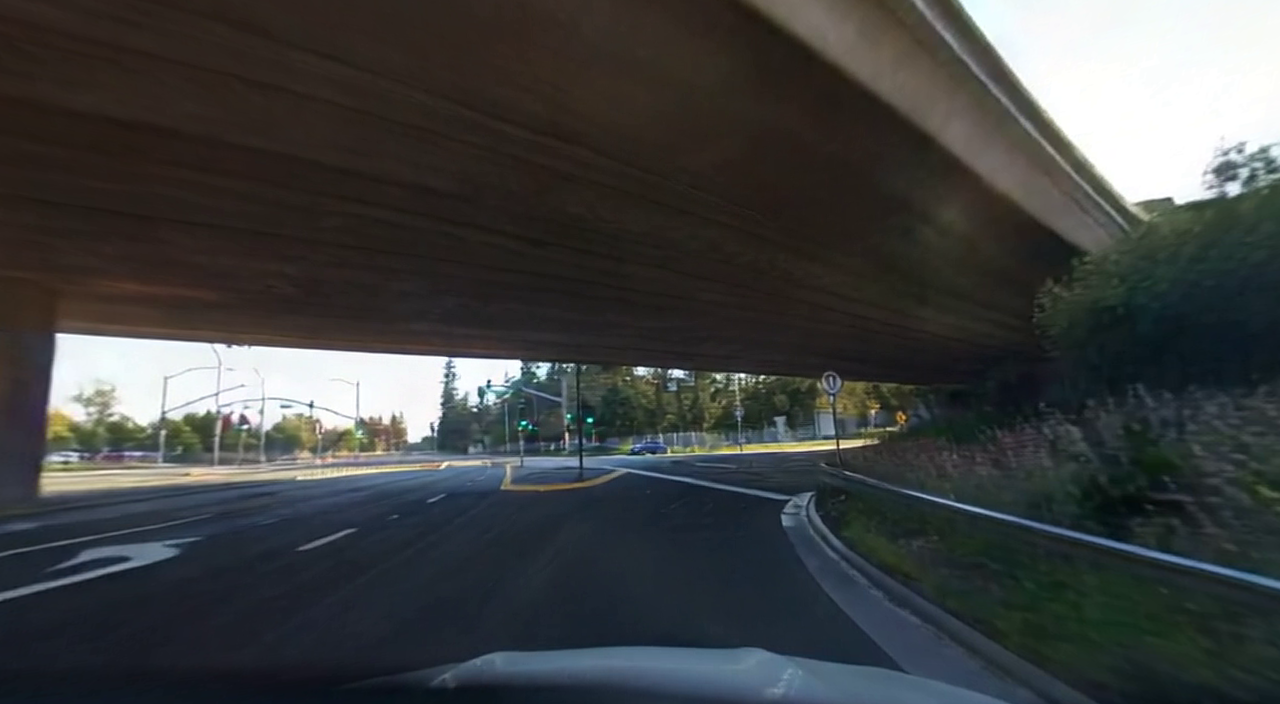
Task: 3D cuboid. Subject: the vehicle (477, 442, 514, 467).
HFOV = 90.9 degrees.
[{"bbox_3d":[-10.317,7.375,45.364,2.126,1.717,4.409,1,-9,-7],"label":"vehicle"}]
